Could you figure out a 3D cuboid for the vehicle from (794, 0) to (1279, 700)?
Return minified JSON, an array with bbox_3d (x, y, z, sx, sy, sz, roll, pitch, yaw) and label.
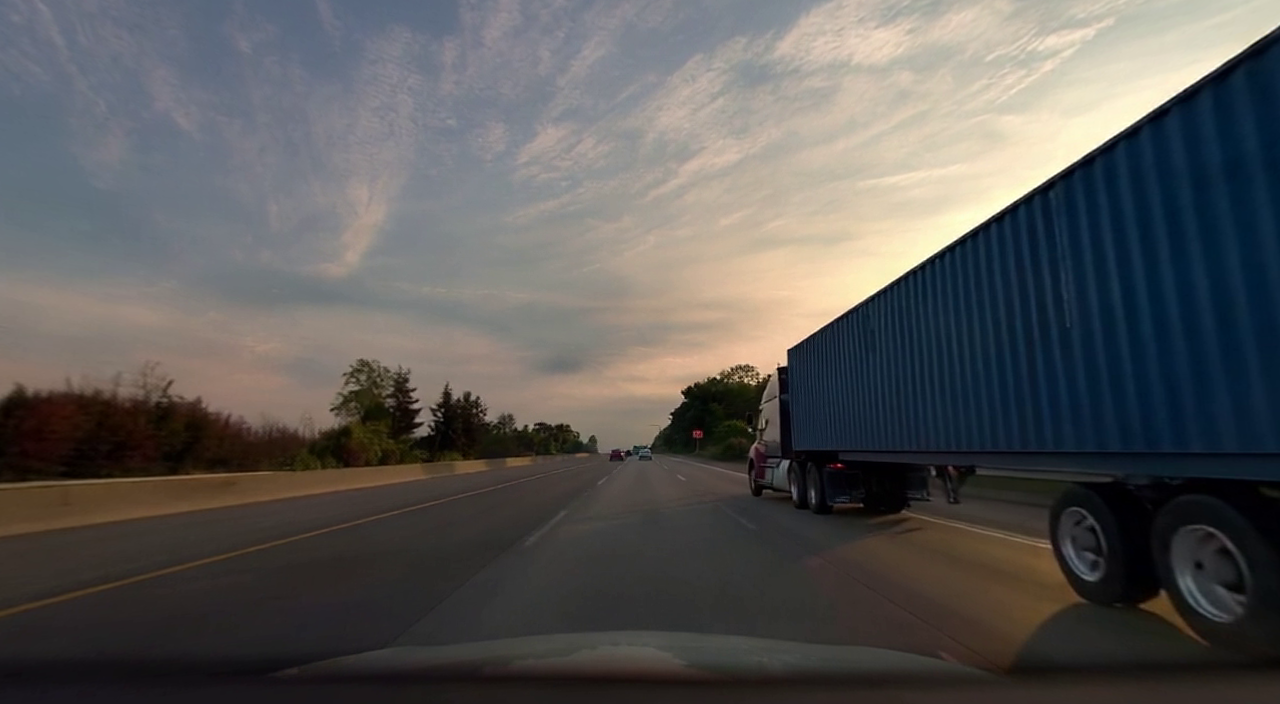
[{"bbox_3d":[4.707,0.287,6.659,2.821,4.046,12.876,0,-9,0],"label":"vehicle"}]
